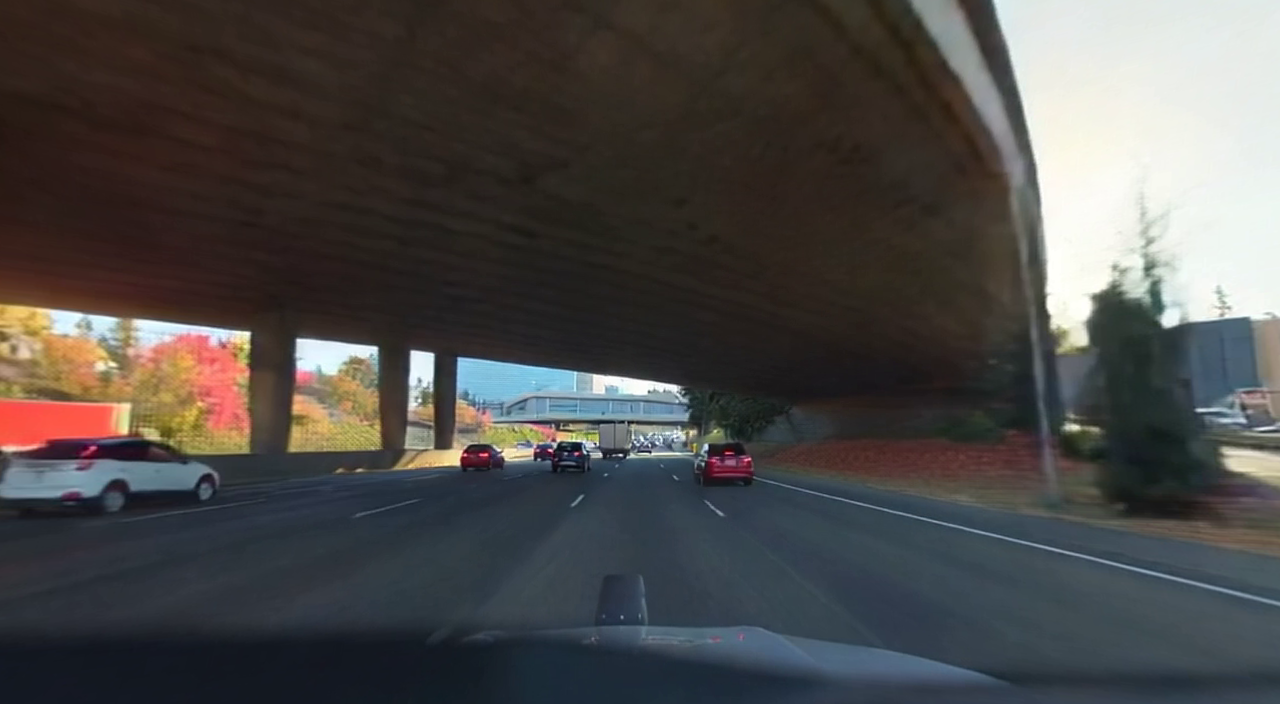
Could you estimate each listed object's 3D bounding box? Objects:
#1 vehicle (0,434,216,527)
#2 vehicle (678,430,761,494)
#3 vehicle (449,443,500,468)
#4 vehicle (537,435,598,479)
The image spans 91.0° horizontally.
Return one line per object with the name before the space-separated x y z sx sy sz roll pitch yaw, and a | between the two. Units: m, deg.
vehicle | -10.985 2.451 12.617 1.919 1.509 4.265 0 -9 1
vehicle | 2.341 3.426 19.870 2.101 1.742 4.495 0 -9 1
vehicle | -10.730 6.756 41.183 2.006 1.509 4.634 0 -9 1
vehicle | -3.095 4.614 27.857 2.111 1.742 4.315 0 -9 1
